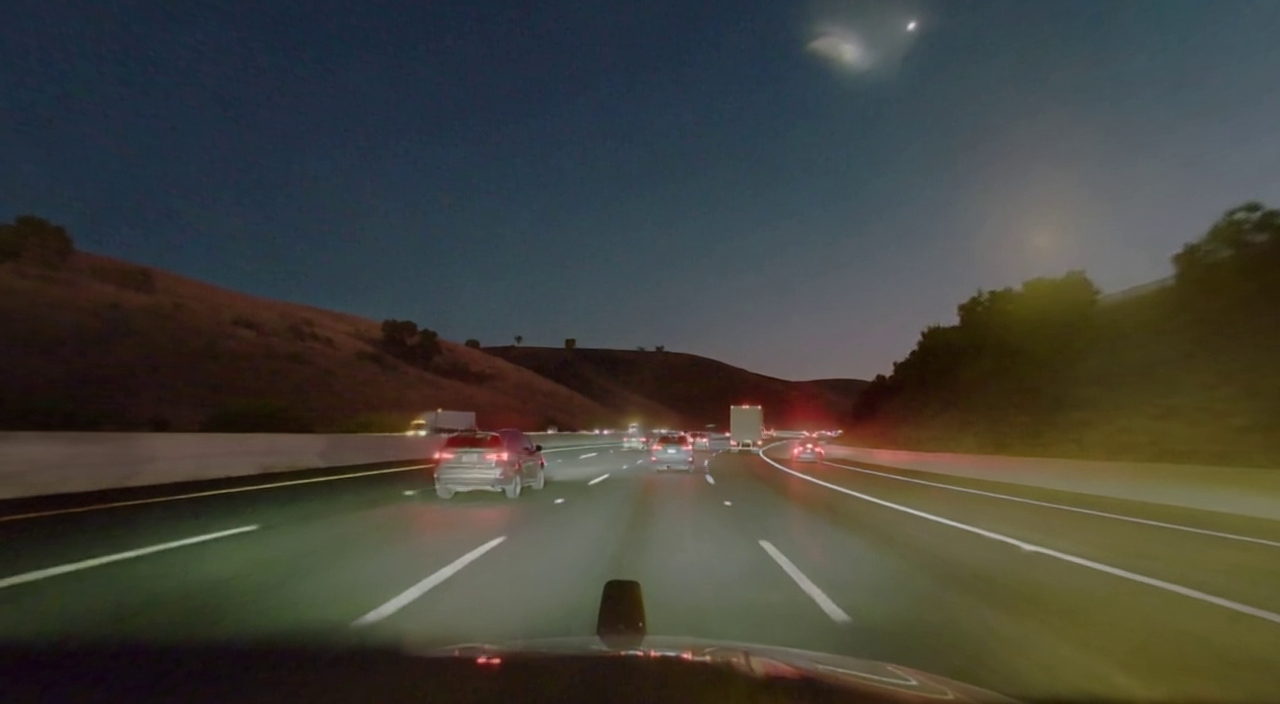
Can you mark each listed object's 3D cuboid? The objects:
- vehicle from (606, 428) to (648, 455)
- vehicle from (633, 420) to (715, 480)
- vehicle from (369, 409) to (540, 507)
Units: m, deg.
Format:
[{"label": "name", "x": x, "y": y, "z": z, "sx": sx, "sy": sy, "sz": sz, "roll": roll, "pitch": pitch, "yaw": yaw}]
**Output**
[{"label": "vehicle", "x": -0.815, "y": 6.101, "z": 42.810, "sx": 2.194, "sy": 1.702, "sz": 4.305, "roll": -1, "pitch": -8, "yaw": 8}, {"label": "vehicle", "x": 1.164, "y": 3.321, "z": 21.556, "sx": 2.484, "sy": 1.820, "sz": 4.497, "roll": -1, "pitch": -8, "yaw": 4}, {"label": "vehicle", "x": -3.672, "y": 2.209, "z": 13.499, "sx": 2.077, "sy": 1.712, "sz": 4.406, "roll": -1, "pitch": -8, "yaw": 4}]
